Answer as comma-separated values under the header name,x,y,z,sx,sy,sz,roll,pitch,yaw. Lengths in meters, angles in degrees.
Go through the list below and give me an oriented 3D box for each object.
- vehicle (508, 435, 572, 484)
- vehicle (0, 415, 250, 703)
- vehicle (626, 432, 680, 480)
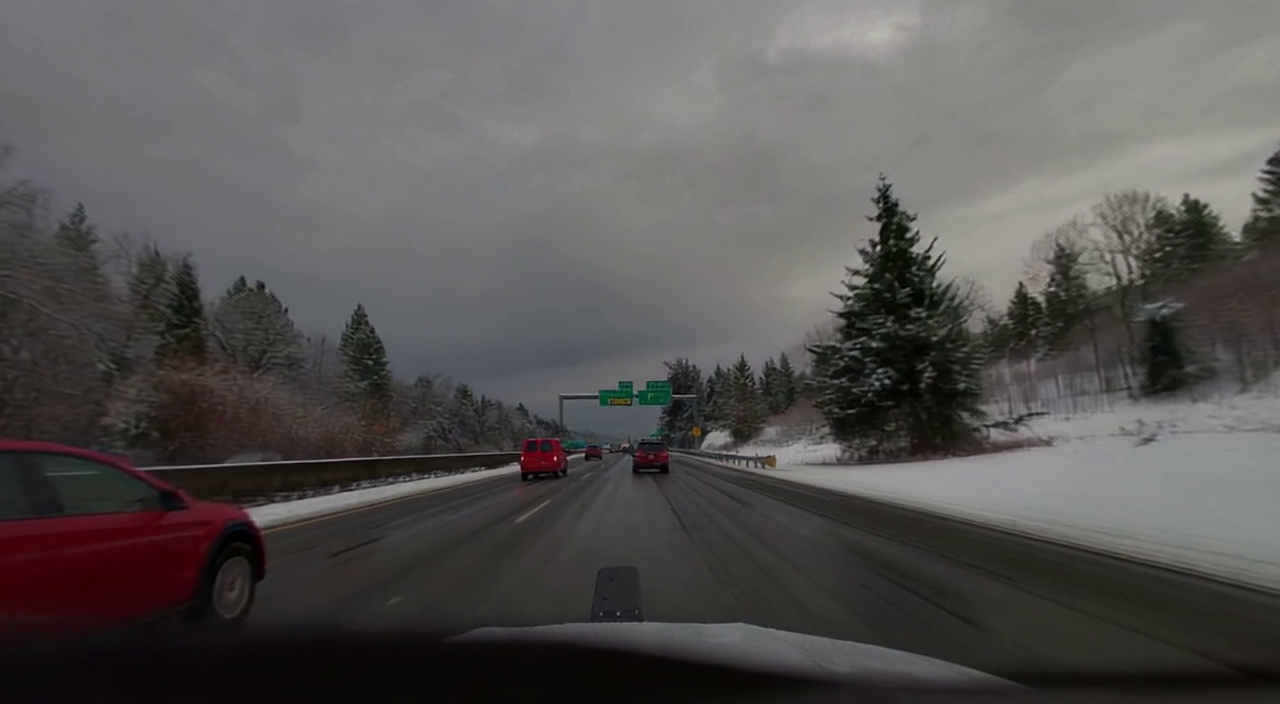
name,x,y,z,sx,sy,sz,roll,pitch,yaw
vehicle,-3.998,4.381,25.731,2.021,1.790,3.907,0,-9,0
vehicle,-3.845,0.952,2.192,2.020,1.496,4.552,0,-9,0
vehicle,0.511,4.644,28.041,2.179,1.930,4.538,0,-9,-1
